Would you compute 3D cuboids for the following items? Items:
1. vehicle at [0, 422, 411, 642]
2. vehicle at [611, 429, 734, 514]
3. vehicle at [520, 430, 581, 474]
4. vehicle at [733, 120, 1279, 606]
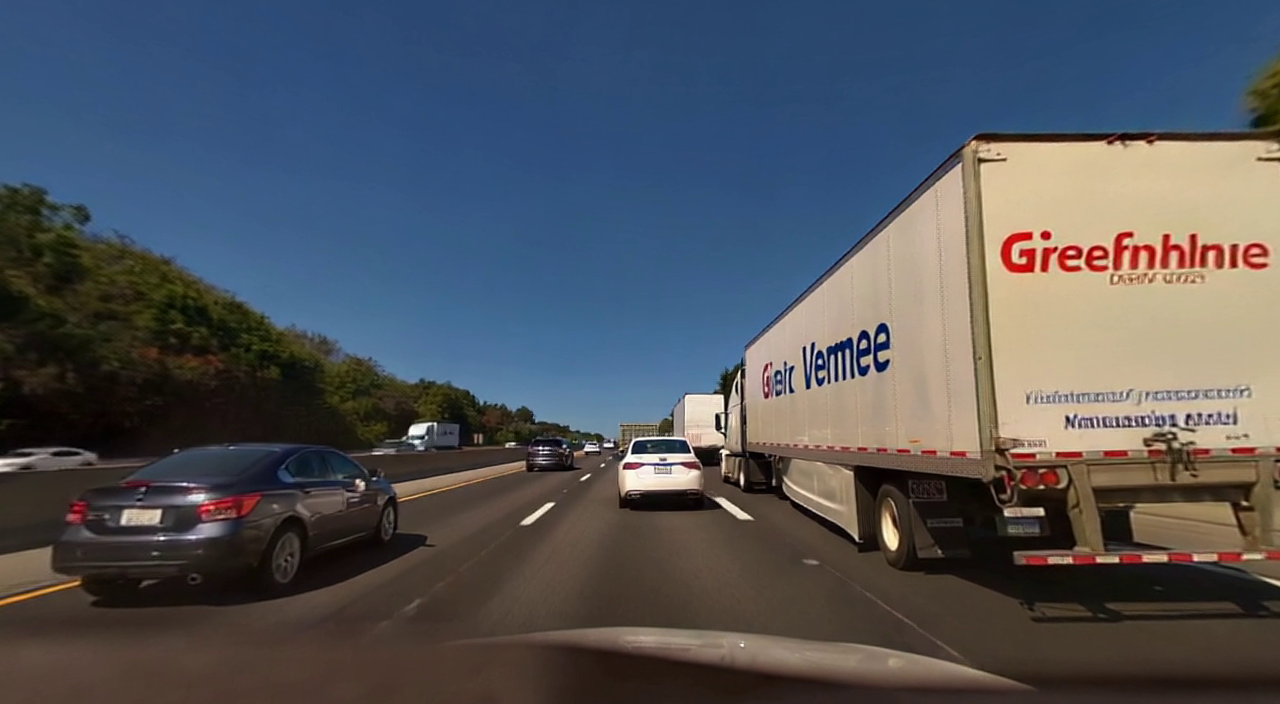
[{"bbox_3d":[-4.373,1.548,6.700,2.100,1.491,4.676,0,-8,0],"label":"vehicle"},{"bbox_3d":[0.498,2.413,13.393,2.200,1.495,4.282,0,-8,-2],"label":"vehicle"},{"bbox_3d":[-3.826,4.342,27.708,2.006,1.729,4.447,0,-8,0],"label":"vehicle"},{"bbox_3d":[4.428,0.955,12.390,2.883,4.070,14.423,0,-8,0],"label":"vehicle"}]
